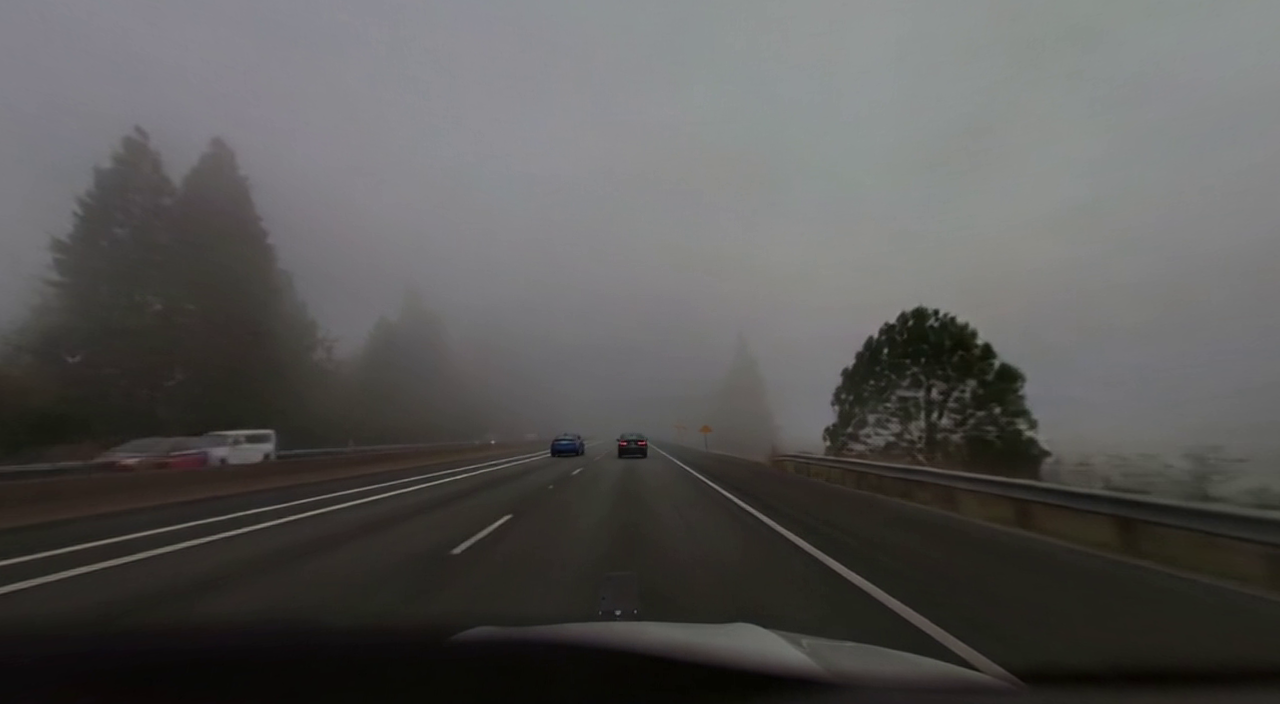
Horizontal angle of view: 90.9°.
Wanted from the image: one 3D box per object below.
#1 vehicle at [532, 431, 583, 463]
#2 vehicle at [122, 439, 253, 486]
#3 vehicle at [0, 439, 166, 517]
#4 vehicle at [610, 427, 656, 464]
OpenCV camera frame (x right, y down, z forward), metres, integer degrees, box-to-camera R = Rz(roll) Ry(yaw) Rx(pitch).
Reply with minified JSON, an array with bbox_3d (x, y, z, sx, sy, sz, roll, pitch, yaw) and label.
[{"bbox_3d":[-4.151,4.854,32.434,2.030,1.491,4.046,0,-8,1],"label":"vehicle"},{"bbox_3d":[-13.116,3.179,18.468,1.647,1.235,2.839,0,-8,2],"label":"vehicle"},{"bbox_3d":[-13.046,2.655,13.890,1.888,1.432,4.235,0,-8,-1],"label":"vehicle"},{"bbox_3d":[-0.332,4.561,30.878,2.134,1.654,4.174,0,-8,0],"label":"vehicle"}]
